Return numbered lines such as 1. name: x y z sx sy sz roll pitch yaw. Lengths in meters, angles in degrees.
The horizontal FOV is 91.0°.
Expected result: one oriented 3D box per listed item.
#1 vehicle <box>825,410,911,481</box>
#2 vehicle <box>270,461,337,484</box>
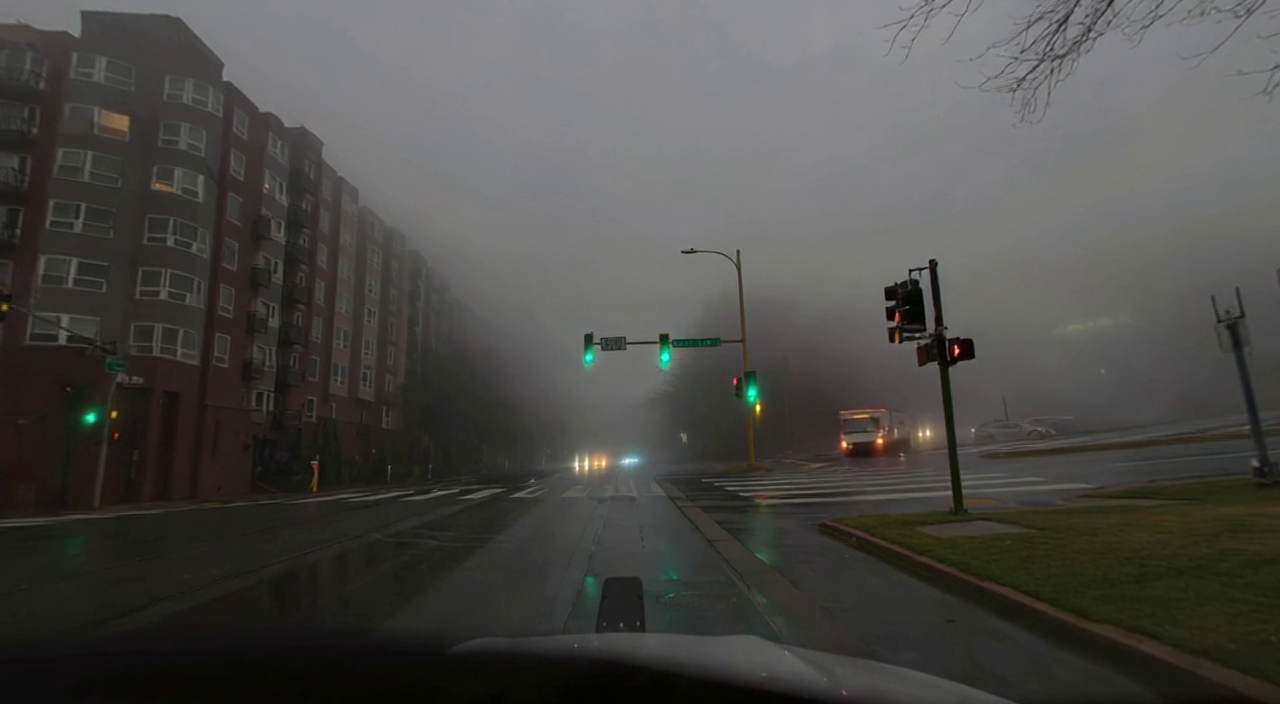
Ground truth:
1. vehicle: 11.433 4.625 31.073 2.948 3.071 7.295 -4 -10 27
2. vehicle: -24.677 8.824 46.283 3.882 1.600 1.768 0 -9 2
